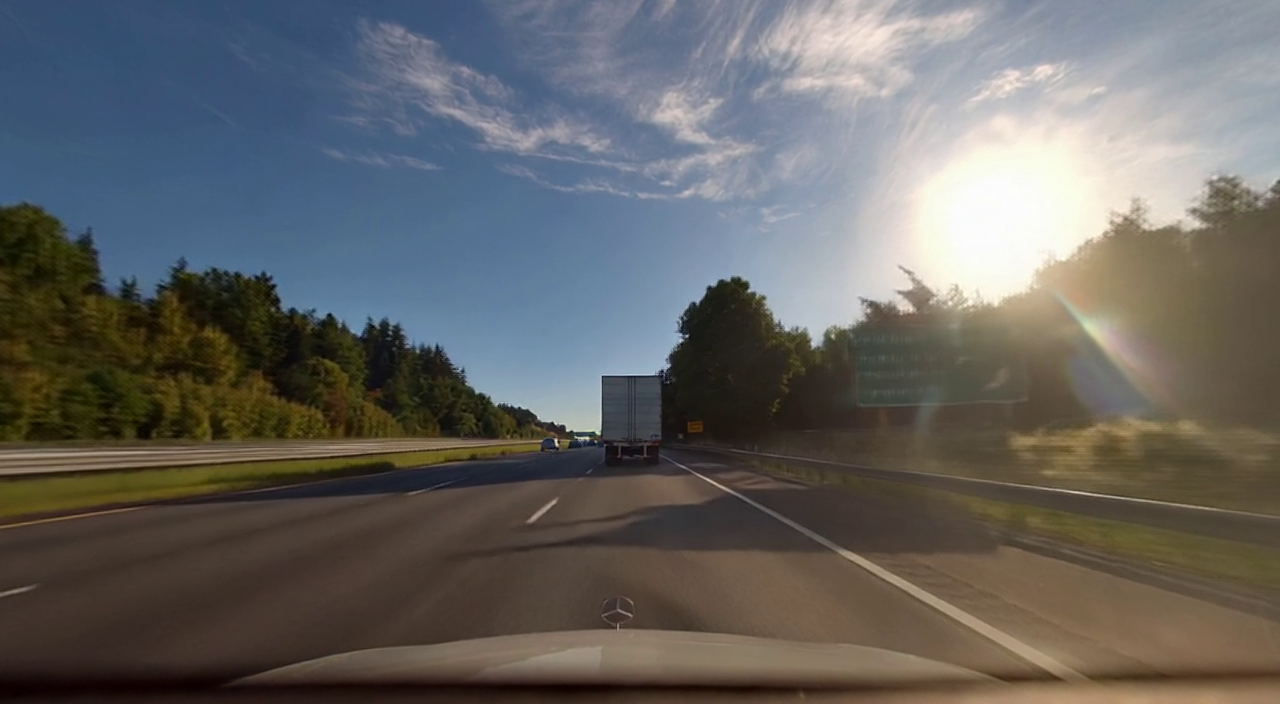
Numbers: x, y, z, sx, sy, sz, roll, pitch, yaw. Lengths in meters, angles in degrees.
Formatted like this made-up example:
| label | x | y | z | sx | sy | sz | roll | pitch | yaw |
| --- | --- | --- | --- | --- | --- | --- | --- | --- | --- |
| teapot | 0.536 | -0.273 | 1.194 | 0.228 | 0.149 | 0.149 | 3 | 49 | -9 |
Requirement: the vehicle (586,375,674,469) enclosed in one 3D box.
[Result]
| label | x | y | z | sx | sy | sz | roll | pitch | yaw |
| --- | --- | --- | --- | --- | --- | --- | --- | --- | --- |
| vehicle | -0.496 | 3.506 | 30.390 | 3.033 | 3.223 | 14.836 | 4 | -7 | -1 |

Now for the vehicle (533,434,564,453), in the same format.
| label | x | y | z | sx | sy | sz | roll | pitch | yaw |
| --- | --- | --- | --- | --- | --- | --- | --- | --- | --- |
| vehicle | -7.167 | 7.202 | 49.649 | 1.856 | 1.479 | 3.710 | 0 | -8 | 0 |
